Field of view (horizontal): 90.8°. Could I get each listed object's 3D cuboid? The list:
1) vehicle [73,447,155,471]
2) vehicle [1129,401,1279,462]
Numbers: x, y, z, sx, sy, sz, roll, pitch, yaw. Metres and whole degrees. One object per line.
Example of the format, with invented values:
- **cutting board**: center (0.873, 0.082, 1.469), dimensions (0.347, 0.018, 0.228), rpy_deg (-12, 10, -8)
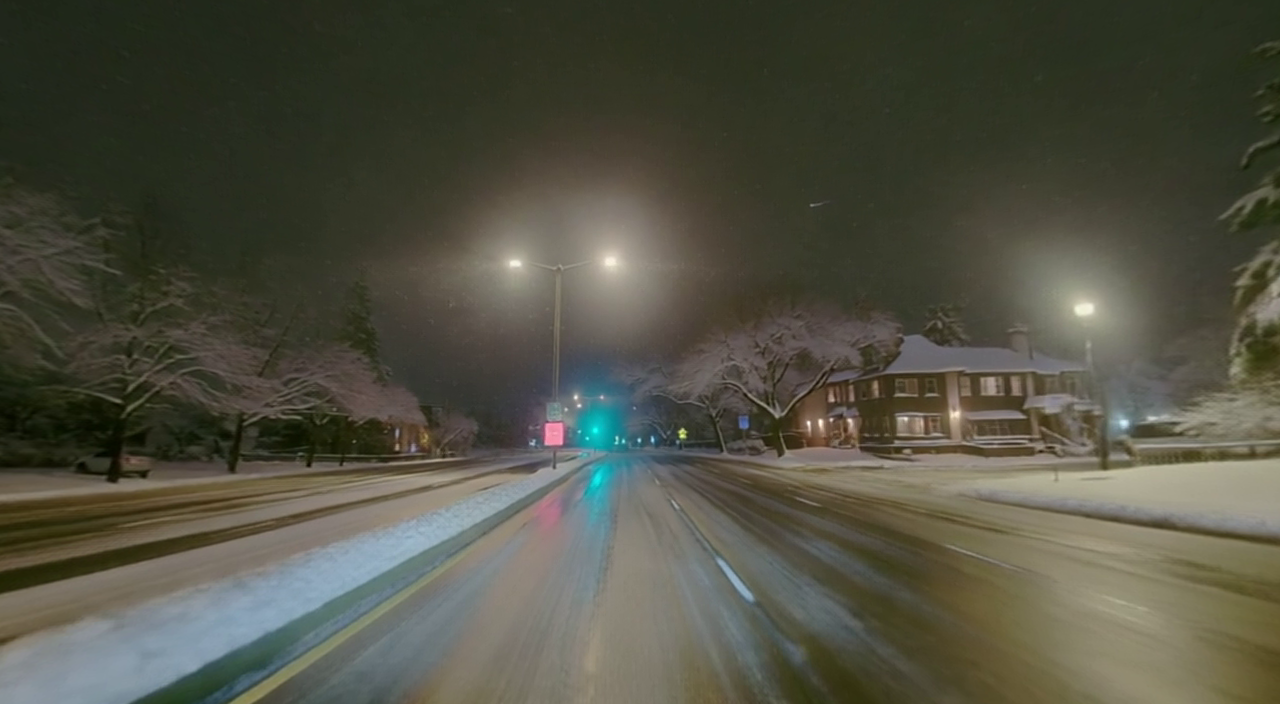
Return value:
- **vehicle**: center (-33.271, 6.759, 39.980), dimensions (3.732, 1.453, 1.721), rpy_deg (-1, -8, 5)
- **vehicle**: center (31.705, 4.515, 35.254), dimensions (2.905, 3.046, 6.805), rpy_deg (1, -8, -4)
